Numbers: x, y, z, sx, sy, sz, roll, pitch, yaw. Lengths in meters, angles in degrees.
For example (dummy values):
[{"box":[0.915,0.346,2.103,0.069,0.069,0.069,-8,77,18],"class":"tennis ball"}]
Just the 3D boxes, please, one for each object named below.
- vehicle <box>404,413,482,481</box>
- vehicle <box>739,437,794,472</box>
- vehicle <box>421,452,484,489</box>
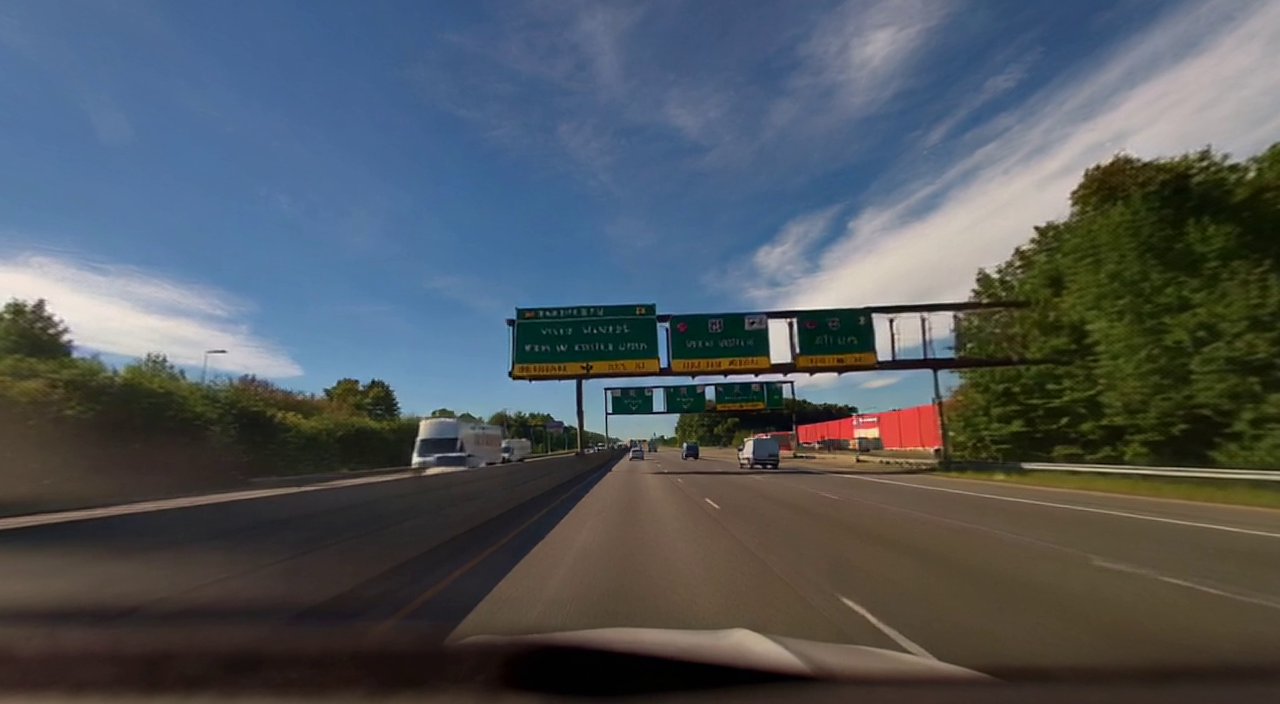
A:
[{"box":[-12.298,6.029,39.856,2.959,3.982,5.948,0,-9,0],"class":"vehicle"},{"box":[7.408,6.068,37.397,2.156,1.943,5.010,0,-9,-1],"class":"vehicle"},{"box":[-7.970,5.032,27.062,1.721,1.446,3.630,0,-9,-2],"class":"vehicle"}]
